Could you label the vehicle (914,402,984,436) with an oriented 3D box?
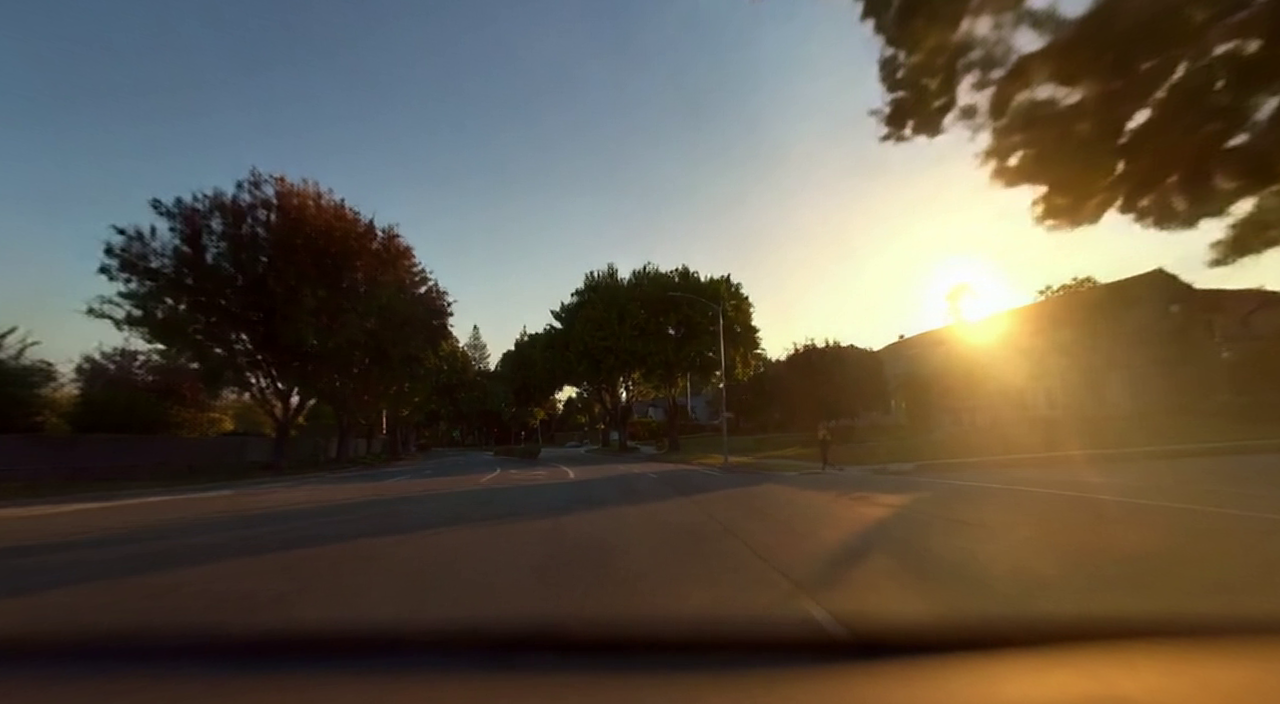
[{"bbox_3d":[18.278,3.987,37.127,4.740,1.779,2.023,8,-12,-43],"label":"vehicle"}]
